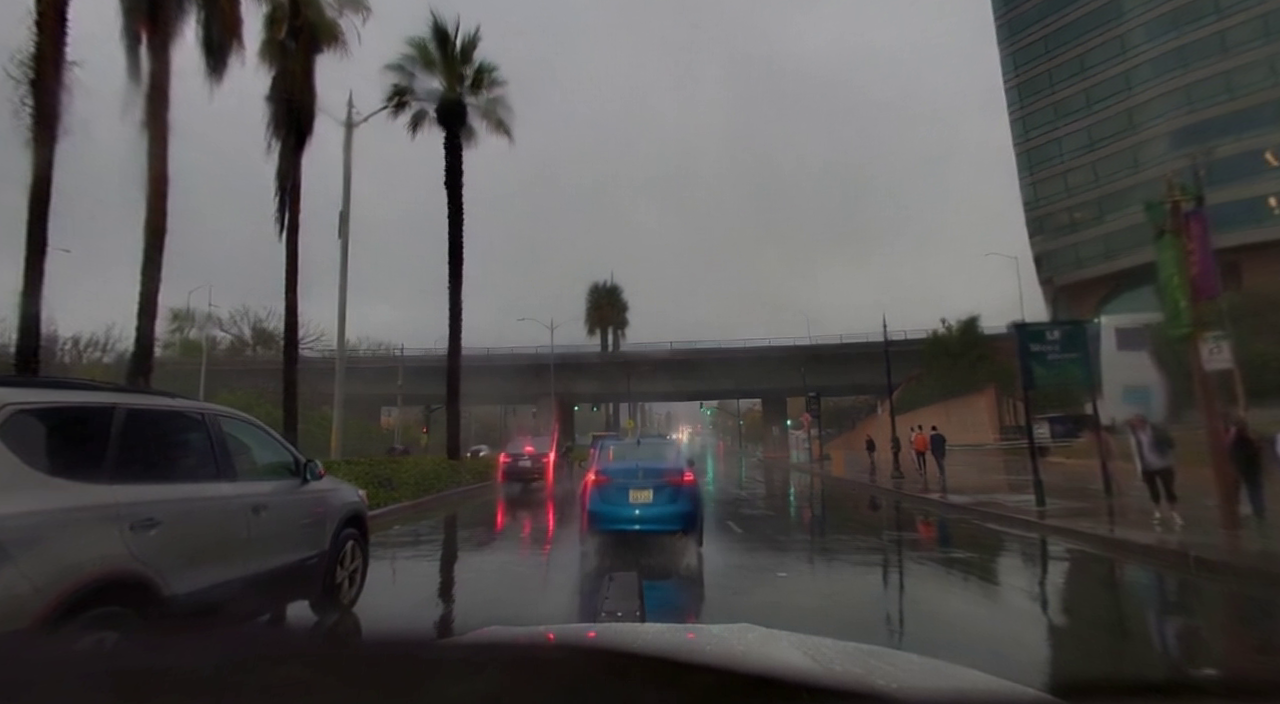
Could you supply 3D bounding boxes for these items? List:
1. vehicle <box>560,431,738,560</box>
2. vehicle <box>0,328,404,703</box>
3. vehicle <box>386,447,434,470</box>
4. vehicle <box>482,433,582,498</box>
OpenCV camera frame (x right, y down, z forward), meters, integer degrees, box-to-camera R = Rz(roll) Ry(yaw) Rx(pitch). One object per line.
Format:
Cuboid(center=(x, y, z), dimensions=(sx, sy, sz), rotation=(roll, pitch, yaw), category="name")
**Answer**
Cuboid(center=(0.075, 1.966, 9.392), dimensions=(2.036, 1.461, 4.129), rotation=(0, -9, -1), category="vehicle")
Cuboid(center=(-3.228, 0.989, 3.520), dimensions=(2.014, 1.740, 4.359), rotation=(0, -9, 2), category="vehicle")
Cuboid(center=(-18.008, 8.331, 49.613), dimensions=(2.025, 1.724, 4.215), rotation=(0, -9, 2), category="vehicle")
Cuboid(center=(-2.922, 3.179, 18.086), dimensions=(1.955, 1.637, 4.032), rotation=(-1, -9, 3), category="vehicle")
